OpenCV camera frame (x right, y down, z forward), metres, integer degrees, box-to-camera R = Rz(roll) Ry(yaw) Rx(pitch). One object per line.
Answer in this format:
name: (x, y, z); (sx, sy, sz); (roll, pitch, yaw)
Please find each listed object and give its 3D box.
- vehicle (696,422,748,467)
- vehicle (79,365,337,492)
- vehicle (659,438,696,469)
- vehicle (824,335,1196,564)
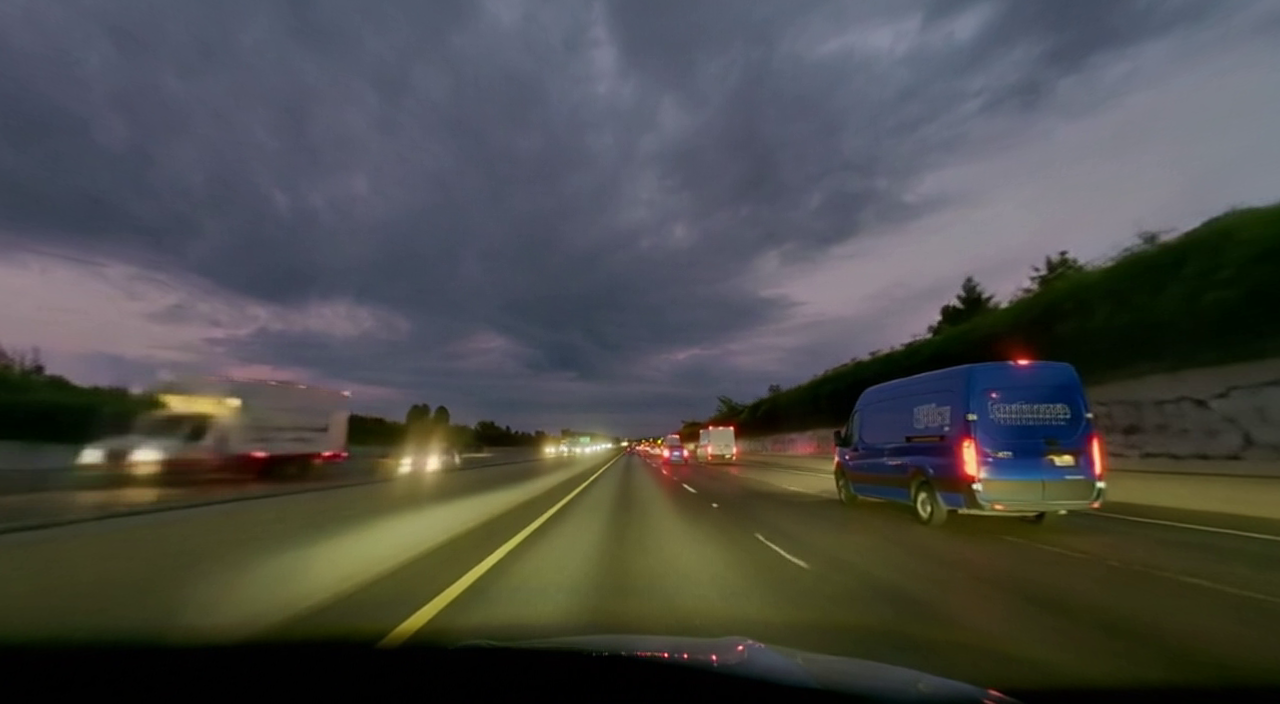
vehicle: (6.356, 7.376, 49.958); (2.761, 3.225, 7.624); (0, -9, -2)
vehicle: (-16.377, 3.235, 25.493); (2.954, 4.027, 10.716); (0, -9, -1)
vehicle: (2.516, 6.941, 43.224); (2.007, 1.943, 5.010); (0, -9, -3)
vehicle: (5.118, 1.531, 10.194); (2.283, 2.631, 5.719); (0, -9, -2)
